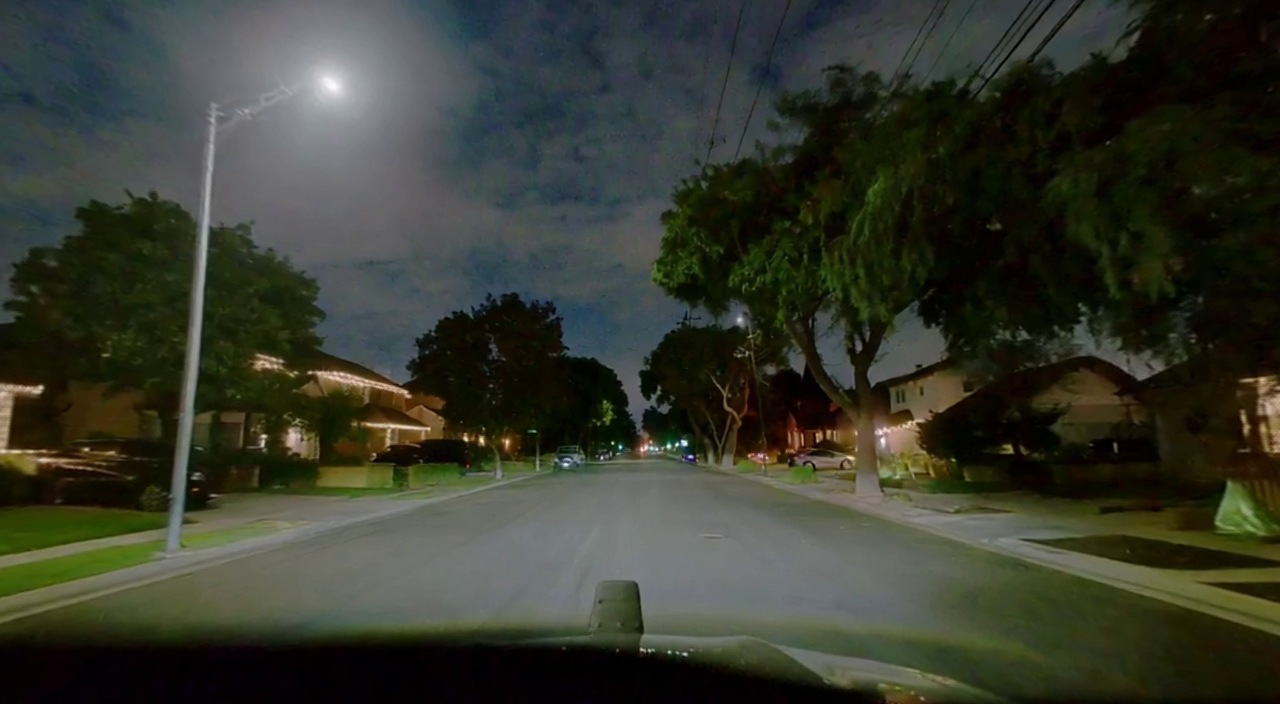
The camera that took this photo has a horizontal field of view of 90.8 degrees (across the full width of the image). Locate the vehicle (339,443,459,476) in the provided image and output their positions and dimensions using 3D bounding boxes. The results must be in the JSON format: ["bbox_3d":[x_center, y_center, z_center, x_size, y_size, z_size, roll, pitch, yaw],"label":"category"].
[{"bbox_3d":[-11.750,5.258,31.076,5.040,1.541,2.042,0,-9,1],"label":"vehicle"}]

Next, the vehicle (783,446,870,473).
[{"bbox_3d":[10.936,6.321,37.242,4.497,1.564,1.948,0,-8,0],"label":"vehicle"}]

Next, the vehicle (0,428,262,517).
[{"bbox_3d":[-11.202,2.616,14.042,4.425,1.766,1.963,-1,-9,8],"label":"vehicle"}]

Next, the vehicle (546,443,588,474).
[{"bbox_3d":[-4.817,7.119,42.481,2.341,1.942,5.044,-1,-9,-2],"label":"vehicle"}]
